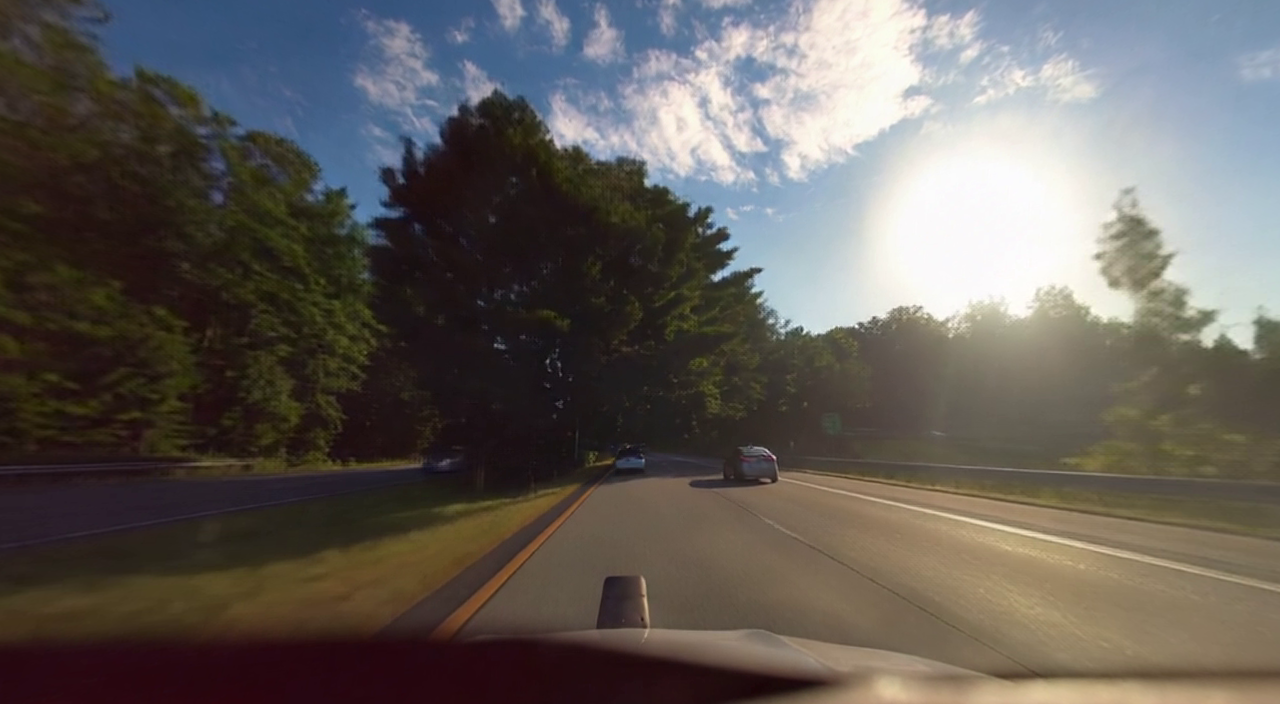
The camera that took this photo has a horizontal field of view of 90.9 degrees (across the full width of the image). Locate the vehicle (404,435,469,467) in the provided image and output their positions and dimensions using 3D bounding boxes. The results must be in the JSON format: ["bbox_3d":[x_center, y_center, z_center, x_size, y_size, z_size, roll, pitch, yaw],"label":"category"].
[{"bbox_3d":[-11.346,5.583,35.507,2.192,1.677,4.473,0,-9,0],"label":"vehicle"}]

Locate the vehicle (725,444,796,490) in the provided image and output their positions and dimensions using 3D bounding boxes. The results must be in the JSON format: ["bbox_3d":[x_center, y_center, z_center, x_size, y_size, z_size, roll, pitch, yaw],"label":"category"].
[{"bbox_3d":[4.142,3.988,22.152,1.757,1.459,3.398,0,-9,-1],"label":"vehicle"}]

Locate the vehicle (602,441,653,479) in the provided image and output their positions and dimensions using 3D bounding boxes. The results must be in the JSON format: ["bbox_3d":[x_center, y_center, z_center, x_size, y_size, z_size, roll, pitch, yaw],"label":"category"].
[{"bbox_3d":[-0.538,4.850,28.406,2.120,1.575,4.018,0,-9,0],"label":"vehicle"}]
